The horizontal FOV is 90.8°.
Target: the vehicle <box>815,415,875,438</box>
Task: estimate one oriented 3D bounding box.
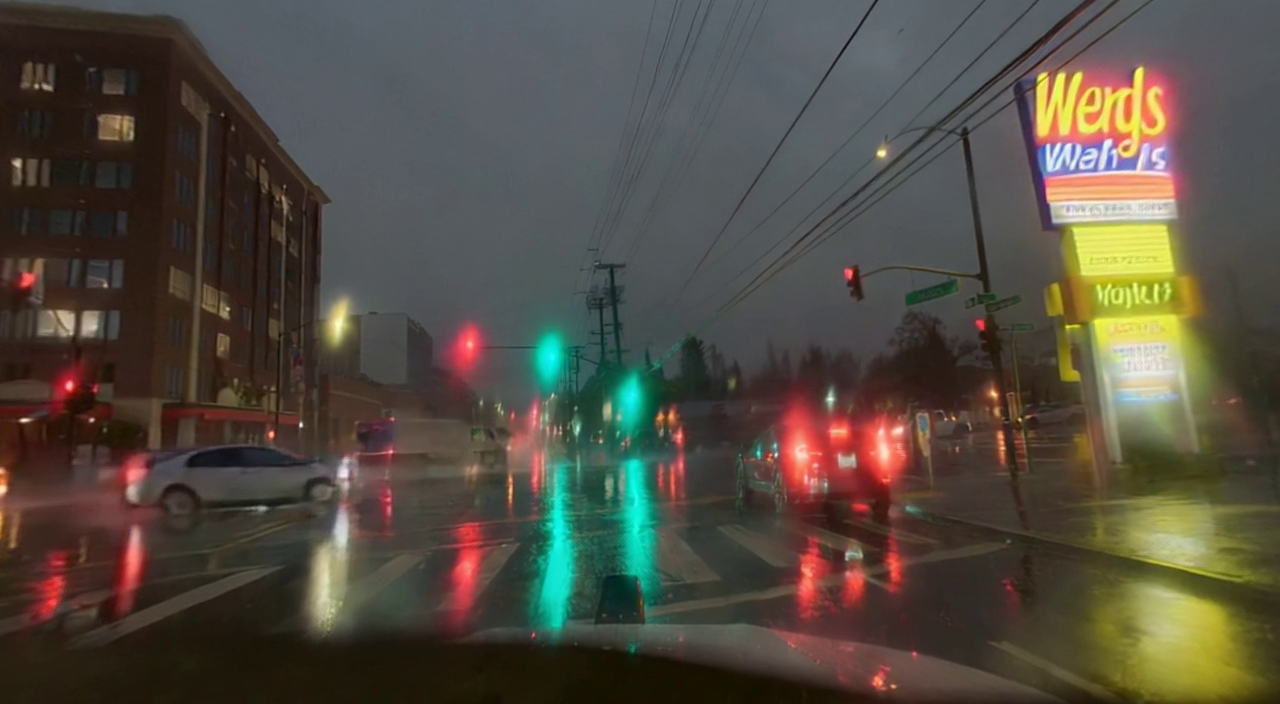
[{"bbox_3d":[16.043,5.834,49.438,4.589,1.730,1.801,4,-9,-31],"label":"vehicle"}]

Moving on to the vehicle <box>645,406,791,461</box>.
[{"bbox_3d":[3.186,3.325,25.452,5.588,1.985,2.374,5,-10,-32],"label":"vehicle"}]

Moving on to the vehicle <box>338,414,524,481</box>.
[{"bbox_3d":[-6.788,3.196,21.224,2.081,1.938,5.603,-7,-11,39],"label":"vehicle"}]

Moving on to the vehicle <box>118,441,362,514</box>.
[{"bbox_3d":[-8.994,2.800,14.625,4.433,1.453,1.804,4,-10,-29],"label":"vehicle"}]

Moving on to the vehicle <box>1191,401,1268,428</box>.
[{"bbox_3d":[35.045,3.738,37.529,4.499,1.524,1.784,3,-8,-28],"label":"vehicle"}]

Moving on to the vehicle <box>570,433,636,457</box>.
[{"bbox_3d":[-2.744,6.820,46.372,4.591,1.686,1.816,1,-9,-11],"label":"vehicle"}]
